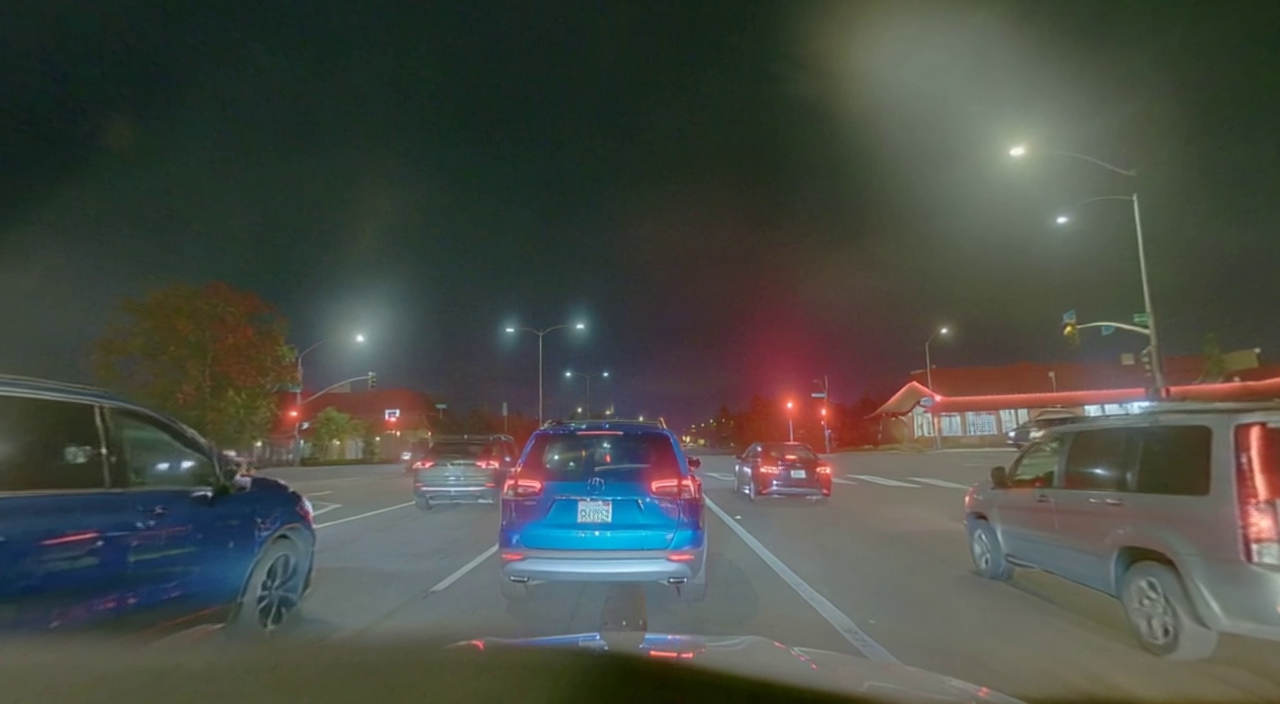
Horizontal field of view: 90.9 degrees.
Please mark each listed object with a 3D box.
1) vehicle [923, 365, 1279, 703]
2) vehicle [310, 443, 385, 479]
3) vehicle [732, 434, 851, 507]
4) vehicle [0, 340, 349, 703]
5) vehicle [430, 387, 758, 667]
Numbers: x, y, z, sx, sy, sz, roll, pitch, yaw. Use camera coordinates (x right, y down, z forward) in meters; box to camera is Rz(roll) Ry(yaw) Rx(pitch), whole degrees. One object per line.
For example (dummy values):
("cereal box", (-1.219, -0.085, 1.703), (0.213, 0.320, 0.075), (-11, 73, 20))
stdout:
("vehicle", (4.242, 1.250, 5.196), (2.014, 1.740, 4.515), (-1, -8, 5))
("vehicle", (-15.401, 5.730, 33.462), (1.949, 1.744, 4.109), (0, -8, 1))
("vehicle", (3.545, 2.835, 15.548), (1.847, 1.554, 3.885), (0, -8, -2))
("vehicle", (-3.466, 0.908, 2.906), (2.047, 1.741, 4.470), (0, -8, 1))
("vehicle", (-0.208, 1.375, 6.008), (2.022, 1.700, 4.084), (0, -9, 2))
